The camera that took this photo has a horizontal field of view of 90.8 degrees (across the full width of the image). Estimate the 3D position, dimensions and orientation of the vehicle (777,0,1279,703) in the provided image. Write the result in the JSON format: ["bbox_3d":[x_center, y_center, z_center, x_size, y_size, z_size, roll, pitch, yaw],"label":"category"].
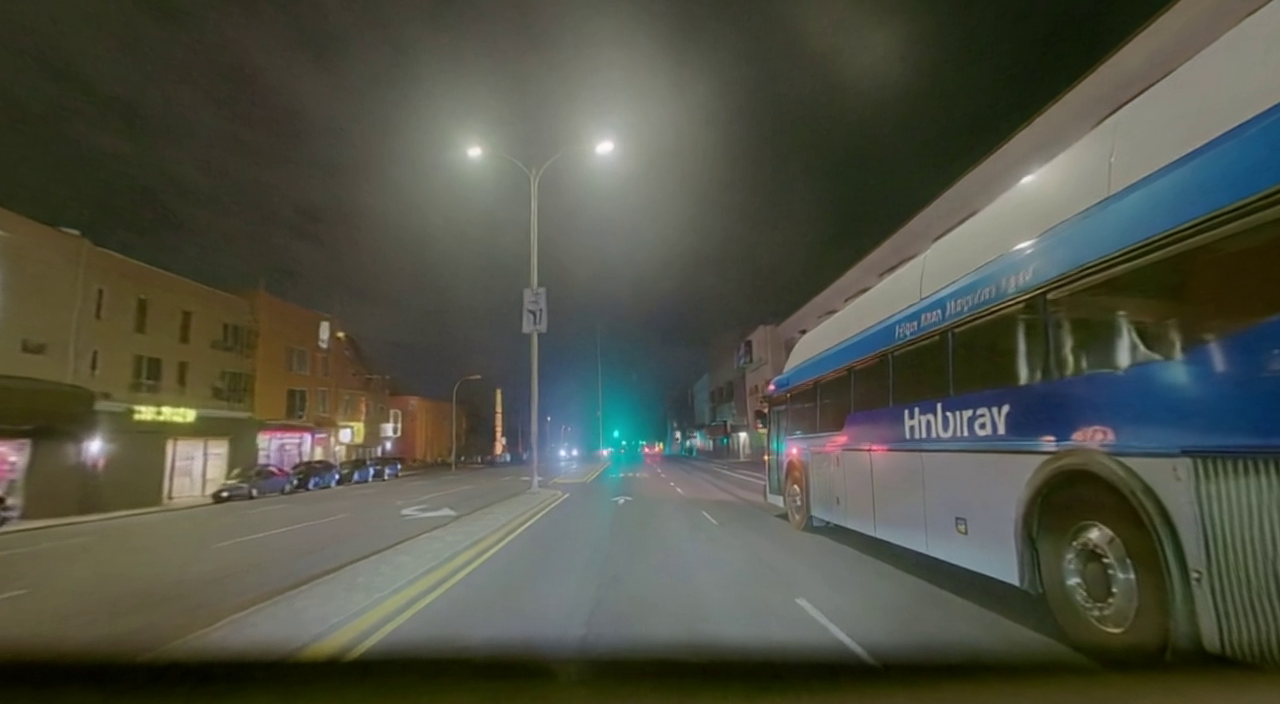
[{"bbox_3d":[4.285,0.396,5.109,3.194,3.345,12.428,-1,-8,-2],"label":"vehicle"}]

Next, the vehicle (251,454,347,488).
[{"bbox_3d":[-19.456,6.791,36.182,4.325,1.777,1.948,0,-8,-1],"label":"vehicle"}]

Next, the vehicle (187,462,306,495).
[{"bbox_3d":[-19.172,6.180,30.914,4.522,1.469,1.840,0,-8,-3],"label":"vehicle"}]
